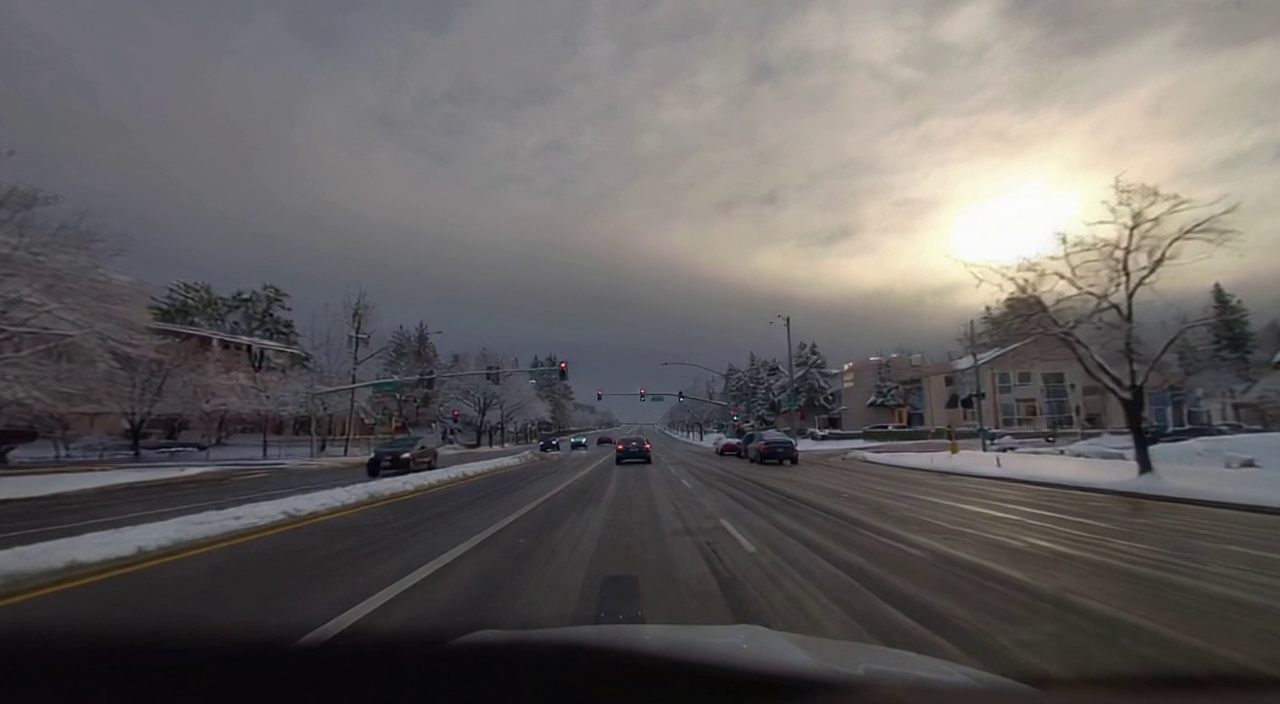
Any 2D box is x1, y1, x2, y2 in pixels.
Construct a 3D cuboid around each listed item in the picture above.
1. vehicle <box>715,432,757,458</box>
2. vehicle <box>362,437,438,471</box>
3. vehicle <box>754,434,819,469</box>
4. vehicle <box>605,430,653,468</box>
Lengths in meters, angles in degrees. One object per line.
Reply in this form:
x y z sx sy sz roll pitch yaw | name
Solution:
6.273 6.152 41.719 1.963 1.611 4.359 0 -9 -1 | vehicle
-12.848 5.478 34.123 1.858 1.686 4.330 -2 -9 10 | vehicle
6.296 4.353 27.674 1.768 1.417 4.213 0 -9 -1 | vehicle
-0.479 4.431 28.915 2.032 1.593 3.896 0 -9 0 | vehicle
